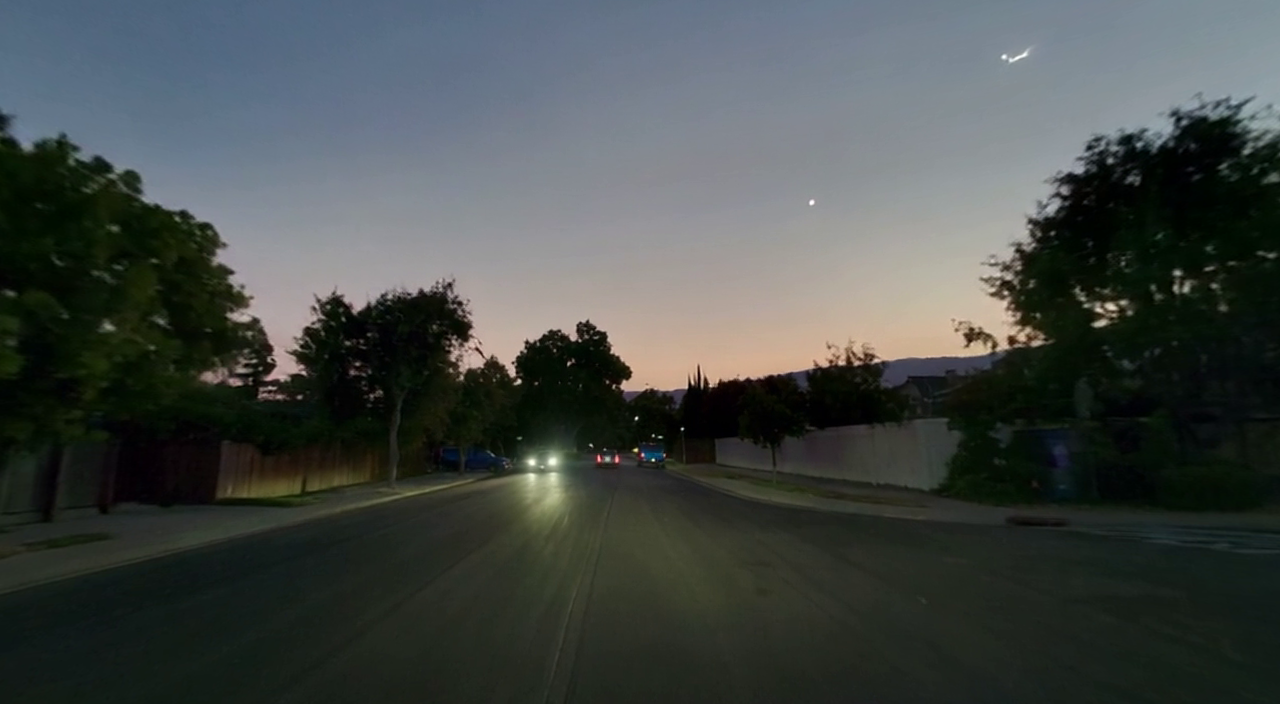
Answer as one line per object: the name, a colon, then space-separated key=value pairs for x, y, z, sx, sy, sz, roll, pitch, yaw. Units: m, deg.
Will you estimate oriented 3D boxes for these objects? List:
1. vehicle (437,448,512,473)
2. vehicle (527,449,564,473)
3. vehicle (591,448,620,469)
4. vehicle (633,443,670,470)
vehicle: x=-12.158 y=7.996 z=46.645 sx=4.947 sy=1.769 sz=2.023 roll=0 pitch=-8 yaw=-2
vehicle: x=-6.326 y=7.358 z=42.811 sx=1.926 sy=1.513 sz=4.236 roll=0 pitch=-8 yaw=-1
vehicle: x=-2.555 y=7.852 z=46.762 sx=2.064 sy=1.477 sz=3.968 roll=0 pitch=-8 yaw=-3
vehicle: x=0.776 y=7.922 z=48.292 sx=2.394 sy=1.901 sz=5.759 roll=0 pitch=-8 yaw=-4
